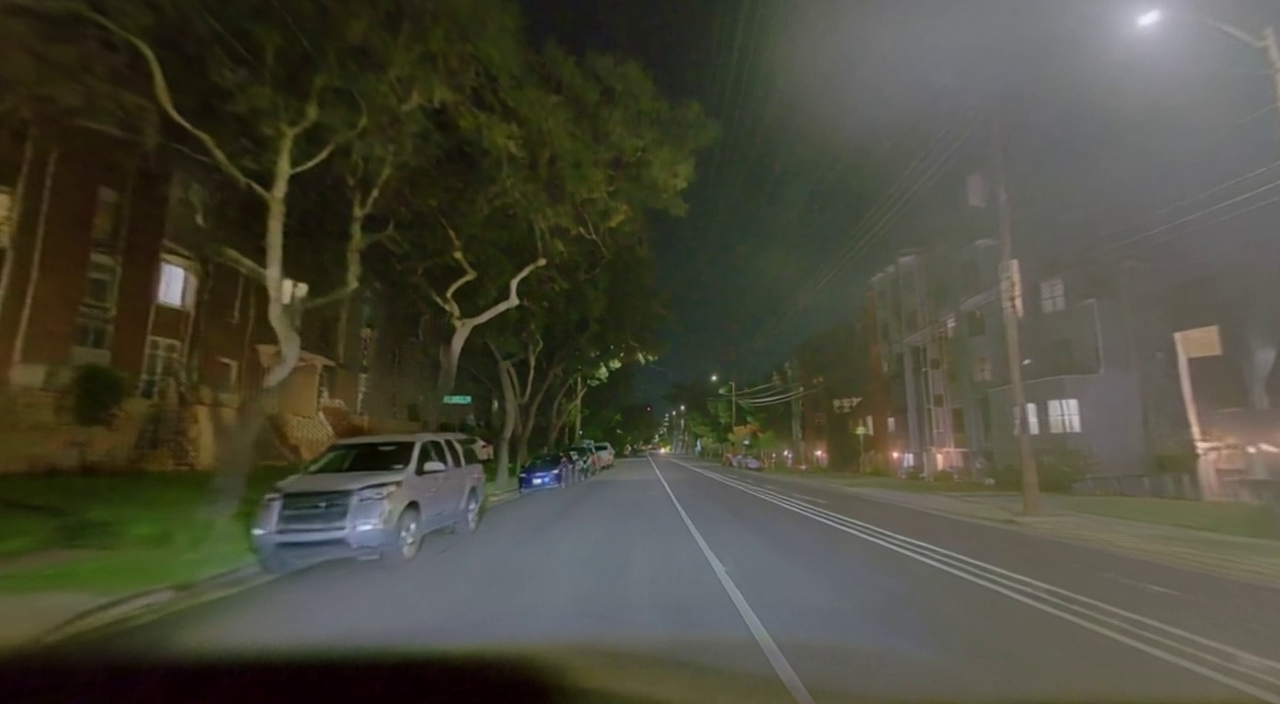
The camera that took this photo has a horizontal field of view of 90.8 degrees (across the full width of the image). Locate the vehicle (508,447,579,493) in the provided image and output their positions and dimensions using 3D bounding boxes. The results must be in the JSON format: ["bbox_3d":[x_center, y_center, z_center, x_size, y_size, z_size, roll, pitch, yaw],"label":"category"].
[{"bbox_3d":[-3.580,4.466,24.330,1.917,1.516,4.898,-2,-9,0],"label":"vehicle"}]

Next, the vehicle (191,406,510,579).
[{"bbox_3d":[-3.782,1.974,9.837,2.189,1.887,5.616,-1,-9,1],"label":"vehicle"}]
